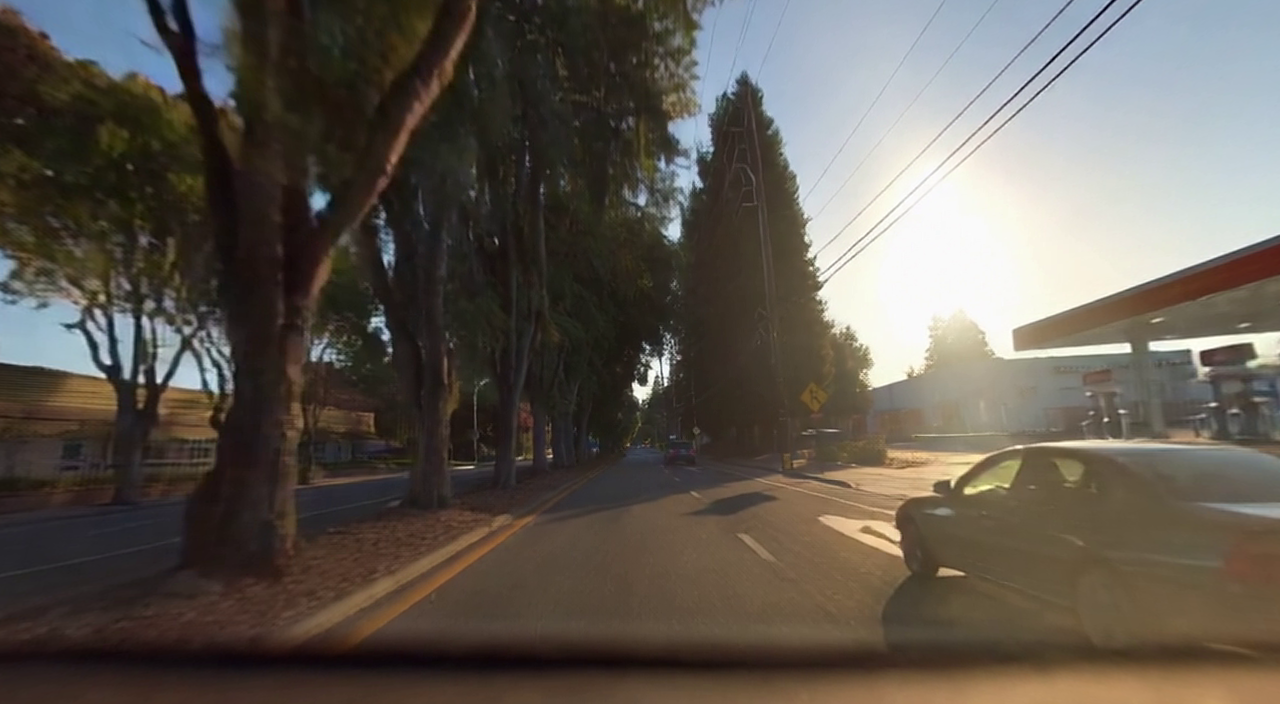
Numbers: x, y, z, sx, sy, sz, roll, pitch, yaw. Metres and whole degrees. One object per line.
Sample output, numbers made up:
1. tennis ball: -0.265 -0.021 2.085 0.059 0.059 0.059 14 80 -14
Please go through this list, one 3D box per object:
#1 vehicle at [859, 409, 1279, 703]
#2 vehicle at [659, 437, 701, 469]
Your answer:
1. vehicle: 3.494 1.295 4.767 2.061 1.475 4.296 0 -8 -1
2. vehicle: 2.430 6.273 39.373 2.115 1.840 4.777 0 -8 -2
